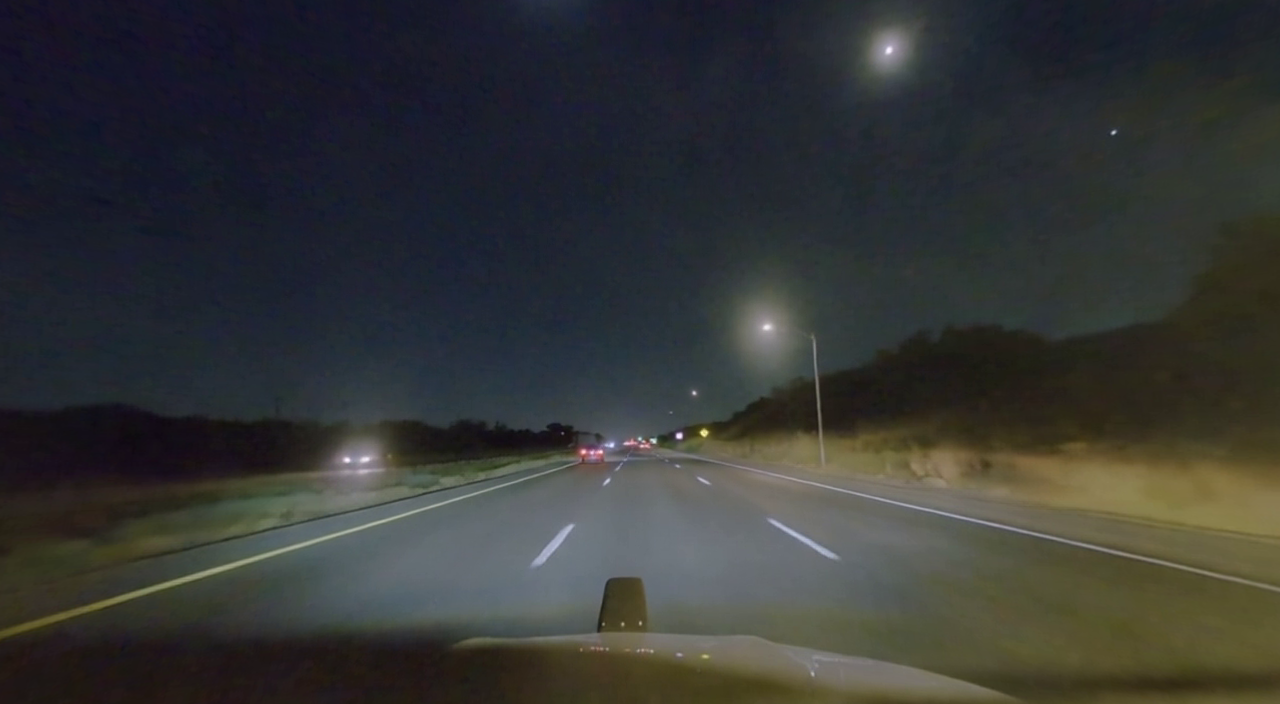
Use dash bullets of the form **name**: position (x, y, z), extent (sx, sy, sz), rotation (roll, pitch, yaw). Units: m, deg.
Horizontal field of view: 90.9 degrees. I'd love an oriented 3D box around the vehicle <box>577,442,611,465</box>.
- **vehicle**: position (-3.128, 7.046, 43.884), extent (1.991, 1.475, 4.302), rotation (0, -8, 0)
